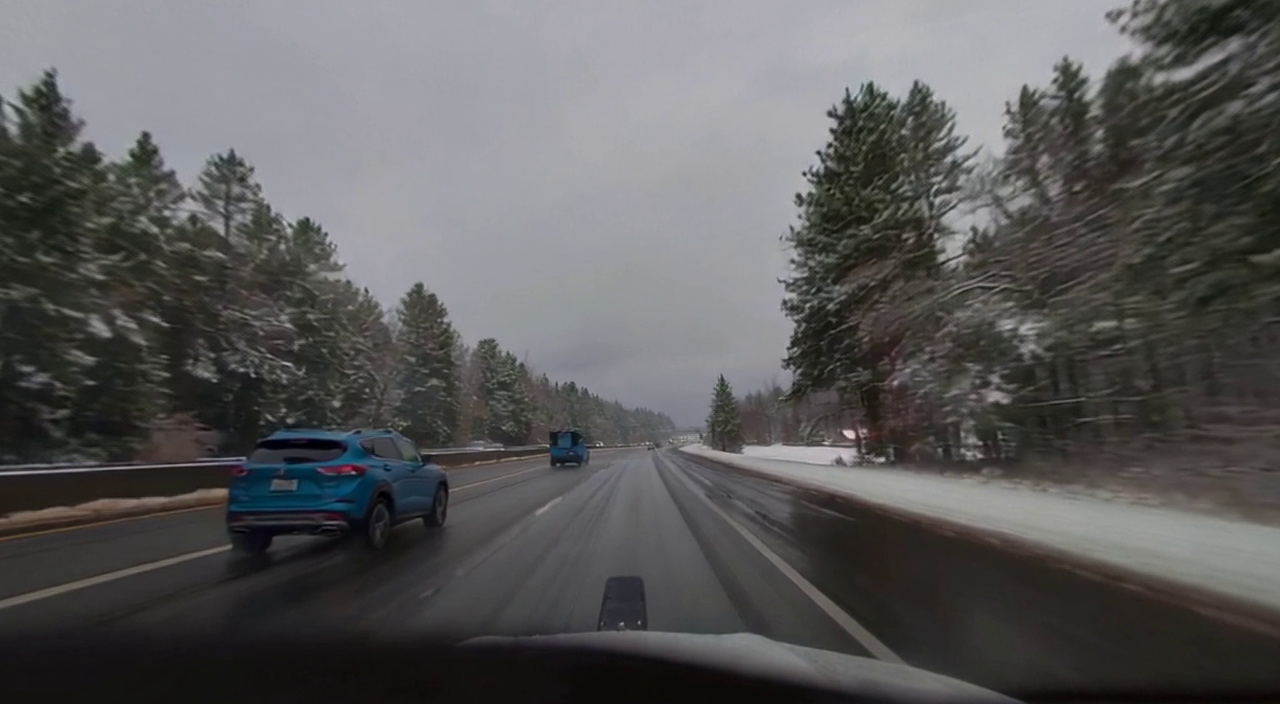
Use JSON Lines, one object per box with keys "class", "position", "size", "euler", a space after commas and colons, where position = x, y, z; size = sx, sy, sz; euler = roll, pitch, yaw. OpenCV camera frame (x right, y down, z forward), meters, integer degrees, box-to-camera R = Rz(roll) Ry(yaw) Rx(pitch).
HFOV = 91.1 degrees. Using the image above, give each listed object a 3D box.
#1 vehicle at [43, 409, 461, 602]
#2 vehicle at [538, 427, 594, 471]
{"class": "vehicle", "position": [-3.914, 1.621, 7.632], "size": [2.053, 1.589, 4.671], "euler": [0, -8, 1]}
{"class": "vehicle", "position": [-3.729, 5.003, 32.506], "size": [2.241, 2.095, 4.985], "euler": [0, -8, 0]}
